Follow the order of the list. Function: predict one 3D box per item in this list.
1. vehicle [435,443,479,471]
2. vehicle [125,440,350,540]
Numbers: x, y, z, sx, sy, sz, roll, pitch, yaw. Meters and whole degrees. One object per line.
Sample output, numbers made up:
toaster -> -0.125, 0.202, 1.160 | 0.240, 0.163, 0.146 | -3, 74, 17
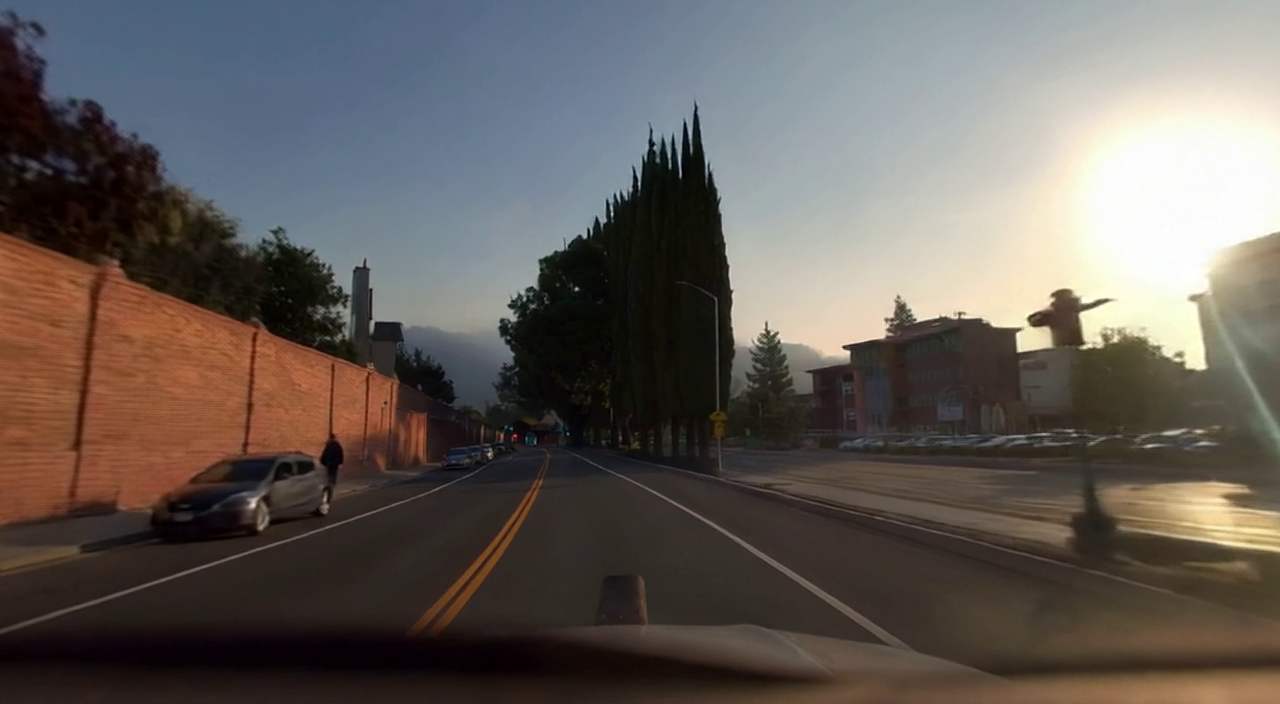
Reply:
vehicle -> -11.209, 6.458, 39.056 | 1.899, 1.485, 4.593 | 2, -8, -8
vehicle -> -7.278, 2.464, 12.080 | 1.877, 1.507, 4.363 | 2, -8, -8
